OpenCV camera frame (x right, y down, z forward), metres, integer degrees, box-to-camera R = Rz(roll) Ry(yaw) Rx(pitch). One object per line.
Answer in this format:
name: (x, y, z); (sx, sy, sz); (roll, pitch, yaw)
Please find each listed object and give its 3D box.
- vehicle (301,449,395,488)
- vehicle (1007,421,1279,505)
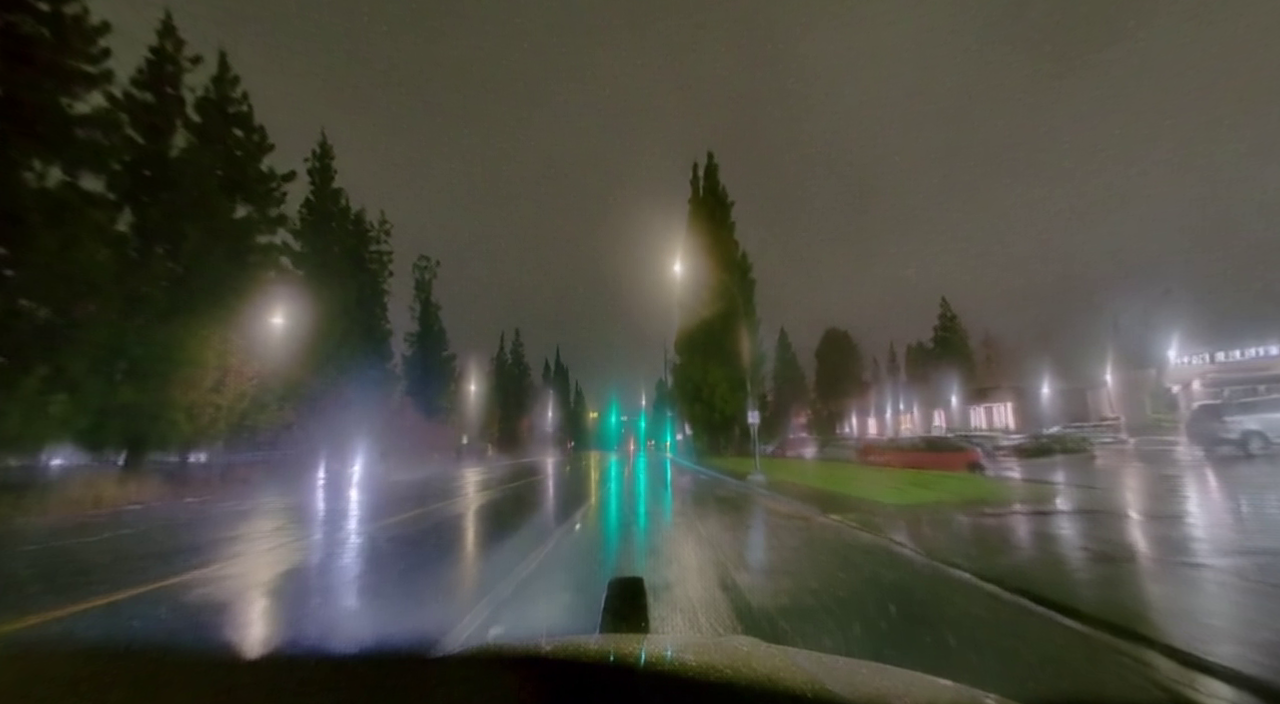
vehicle: (-13.657, 5.443, 29.846); (2.044, 1.514, 4.704); (-4, -9, 3)
vehicle: (11.029, 2.463, 14.105); (4.361, 1.462, 1.857); (-4, -9, 1)
